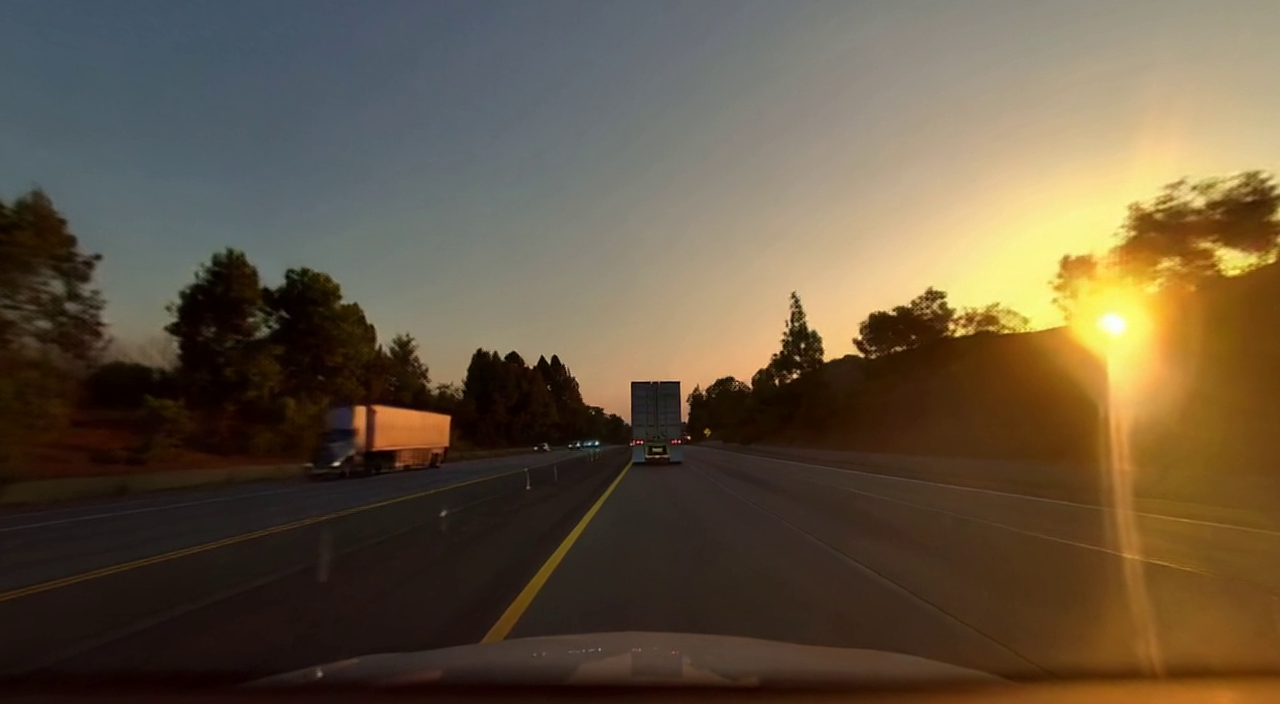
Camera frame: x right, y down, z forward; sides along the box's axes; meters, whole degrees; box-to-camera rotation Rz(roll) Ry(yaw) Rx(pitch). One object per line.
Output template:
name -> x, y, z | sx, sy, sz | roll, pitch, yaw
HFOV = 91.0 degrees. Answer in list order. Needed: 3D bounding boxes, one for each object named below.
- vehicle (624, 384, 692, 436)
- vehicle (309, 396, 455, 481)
vehicle -> 0.599, 2.462, 25.707 | 2.509, 1.890, 4.732 | 0, -8, -1
vehicle -> -14.702, 5.249, 37.817 | 2.723, 4.121, 14.048 | 0, -8, 0
